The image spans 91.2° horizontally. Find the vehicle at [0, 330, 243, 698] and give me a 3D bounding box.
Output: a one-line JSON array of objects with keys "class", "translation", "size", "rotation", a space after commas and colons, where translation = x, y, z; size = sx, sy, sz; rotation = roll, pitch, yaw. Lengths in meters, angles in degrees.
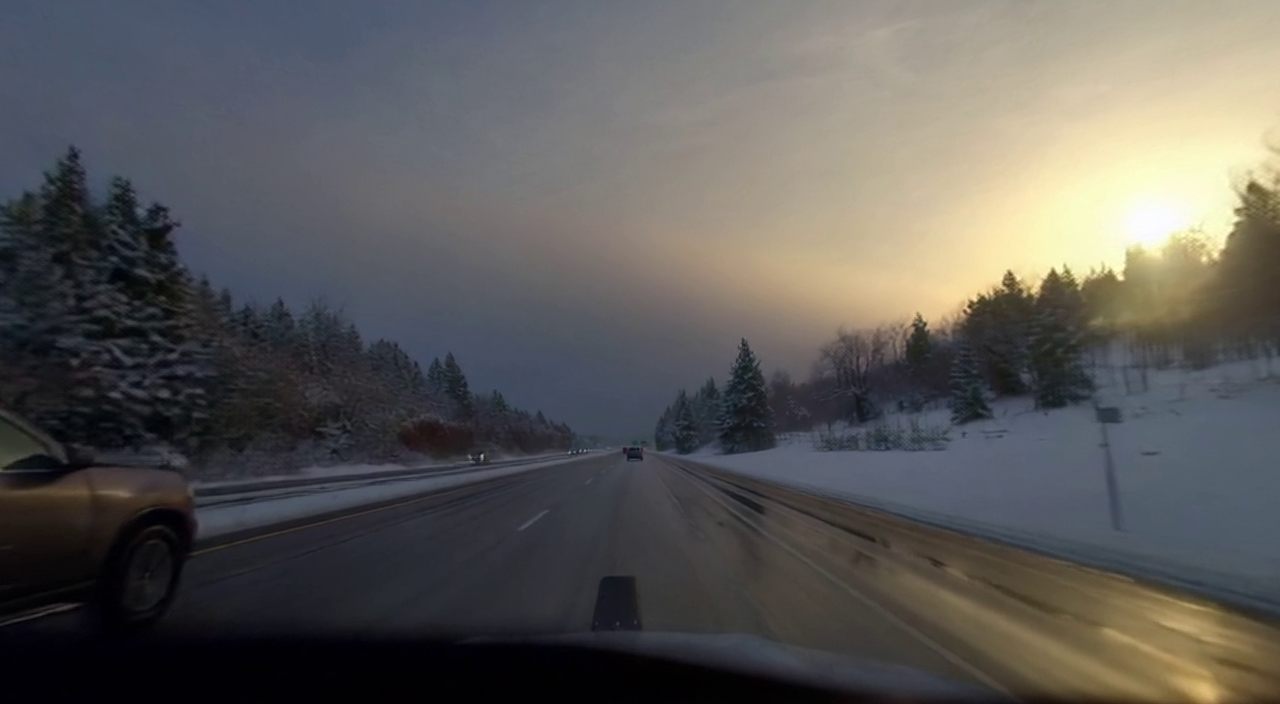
[{"class": "vehicle", "translation": [-4.317, 0.739, 2.674], "size": [2.292, 1.802, 4.481], "rotation": [0, -9, 0]}]
